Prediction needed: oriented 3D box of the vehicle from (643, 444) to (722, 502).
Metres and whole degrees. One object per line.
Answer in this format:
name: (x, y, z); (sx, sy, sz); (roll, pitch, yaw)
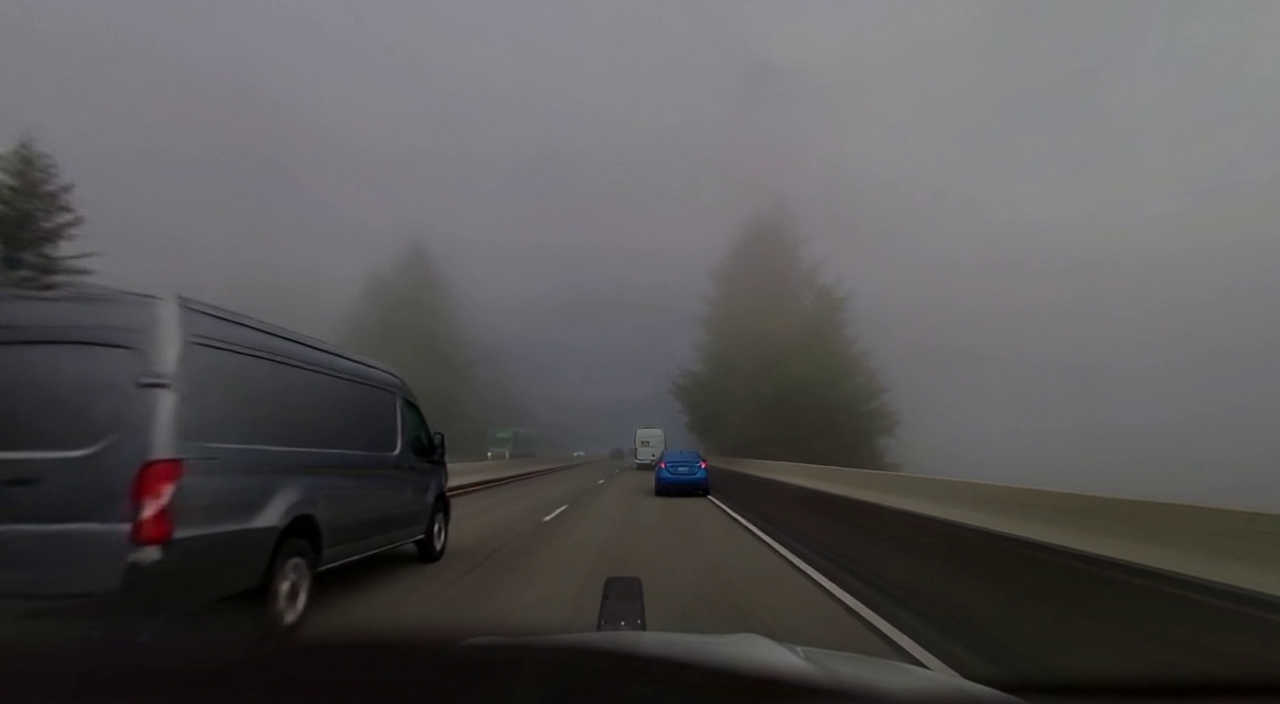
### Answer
vehicle: (1.100, 3.401, 18.083); (2.012, 1.485, 3.649); (0, -9, 0)

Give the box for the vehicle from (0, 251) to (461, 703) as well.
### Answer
vehicle: (-3.155, 1.007, 4.689); (2.217, 2.033, 4.975); (0, -9, -1)
